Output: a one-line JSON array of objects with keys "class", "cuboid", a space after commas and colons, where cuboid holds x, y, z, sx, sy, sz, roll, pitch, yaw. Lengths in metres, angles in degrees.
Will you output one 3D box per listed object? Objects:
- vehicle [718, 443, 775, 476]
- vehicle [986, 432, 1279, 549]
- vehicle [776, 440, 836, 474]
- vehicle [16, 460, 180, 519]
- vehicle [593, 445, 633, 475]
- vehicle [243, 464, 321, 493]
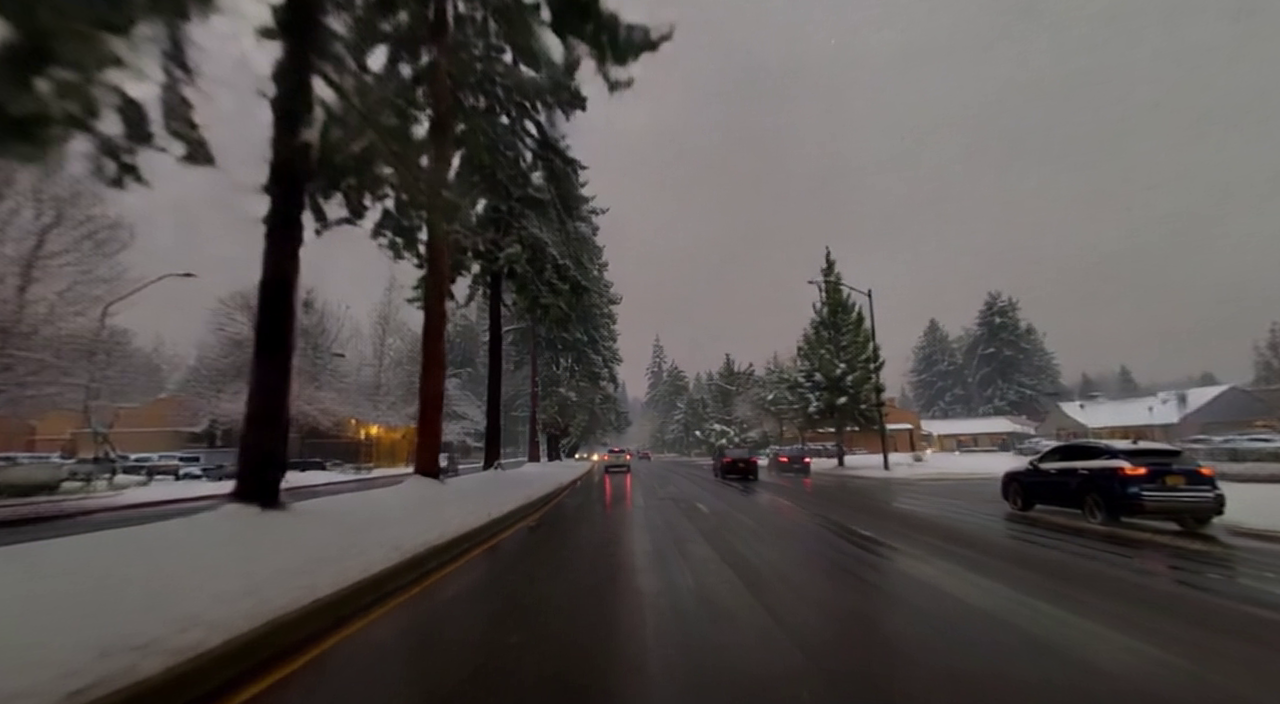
[{"class": "vehicle", "cuboid": [5.002, 5.088, 30.169, 2.020, 1.472, 3.958, 0, -8, 0]}, {"class": "vehicle", "cuboid": [8.061, 2.144, 10.602, 1.888, 1.508, 4.646, 0, -8, 1]}, {"class": "vehicle", "cuboid": [8.698, 5.513, 33.437, 1.945, 1.687, 4.292, 0, -8, -1]}, {"class": "vehicle", "cuboid": [-19.188, 4.850, 22.728, 2.013, 1.655, 4.604, -2, -8, -3]}, {"class": "vehicle", "cuboid": [-1.461, 5.874, 34.632, 2.077, 1.477, 3.897, 0, -8, -2]}, {"class": "vehicle", "cuboid": [-19.313, 6.823, 34.304, 1.769, 1.344, 3.947, -1, -8, 2]}]
